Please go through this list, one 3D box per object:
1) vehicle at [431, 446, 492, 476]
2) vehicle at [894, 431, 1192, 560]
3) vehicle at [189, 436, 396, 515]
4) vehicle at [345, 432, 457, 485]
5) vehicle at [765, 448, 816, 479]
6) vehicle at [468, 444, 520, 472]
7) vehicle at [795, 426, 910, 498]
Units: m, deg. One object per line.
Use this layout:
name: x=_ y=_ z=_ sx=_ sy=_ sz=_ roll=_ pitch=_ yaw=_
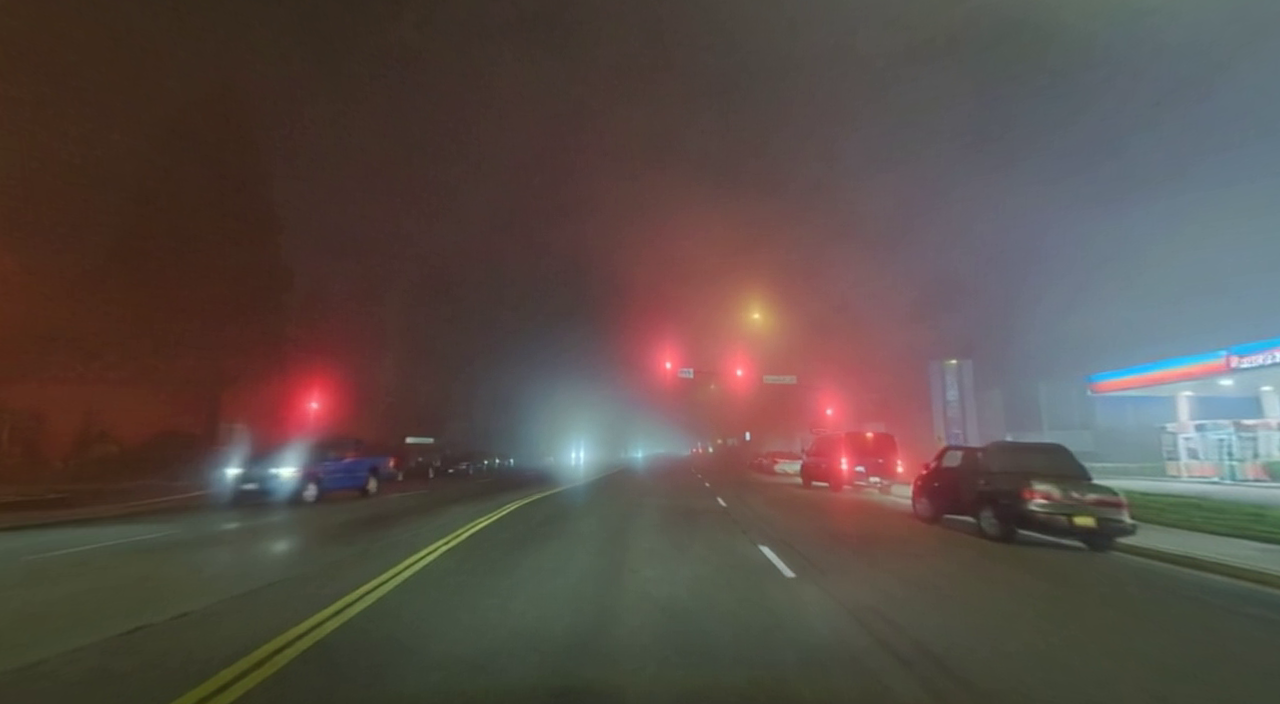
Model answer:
vehicle: x=-9.639 y=5.892 z=34.440 sx=1.785 sy=1.478 sz=4.329 roll=0 pitch=-9 yaw=4
vehicle: x=6.493 y=2.333 z=11.153 sx=1.995 sy=1.720 sz=5.067 roll=0 pitch=-9 yaw=1
vehicle: x=-8.206 y=2.937 z=15.611 sx=2.007 sy=1.606 sz=4.764 roll=-1 pitch=-9 yaw=7
vehicle: x=-10.105 y=4.568 z=27.369 sx=2.214 sy=1.994 sz=5.721 roll=0 pitch=-9 yaw=4
vehicle: x=7.553 y=5.615 z=32.079 sx=1.738 sy=1.436 sz=4.232 roll=0 pitch=-9 yaw=2
vehicle: x=-9.305 y=6.776 z=40.540 sx=1.954 sy=1.652 sz=4.440 roll=0 pitch=-9 yaw=4
vehicle: x=7.074 y=3.743 z=21.903 sx=2.181 sy=2.103 sz=6.044 roll=0 pitch=-9 yaw=3
